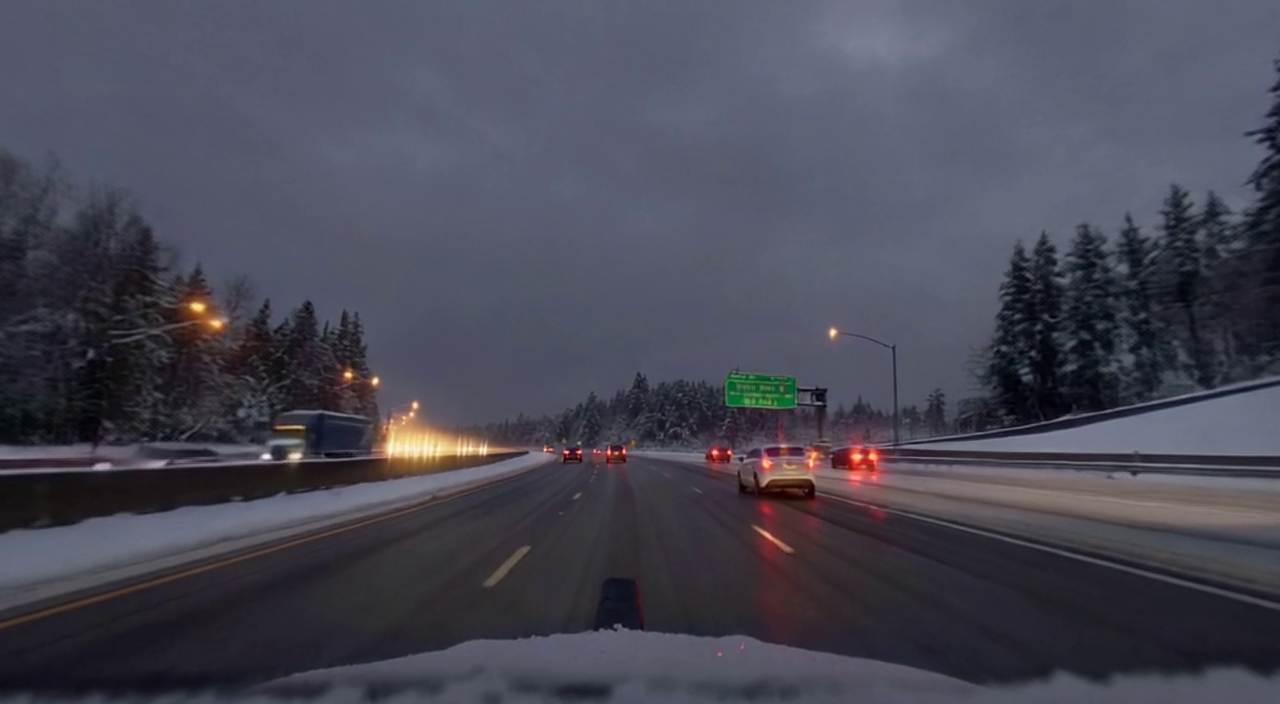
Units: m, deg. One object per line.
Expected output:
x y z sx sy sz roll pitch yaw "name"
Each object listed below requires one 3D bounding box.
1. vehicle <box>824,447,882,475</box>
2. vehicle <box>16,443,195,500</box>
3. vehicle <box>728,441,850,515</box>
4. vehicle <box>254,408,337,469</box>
12.434 6.366 36.997 1.878 1.486 4.636 0 -9 1 "vehicle"
-16.432 3.667 19.719 1.861 1.545 4.299 0 -9 -1 "vehicle"
3.461 2.993 15.439 1.975 1.562 3.823 0 -9 -1 "vehicle"
-24.979 6.427 46.058 2.931 4.092 6.128 1 -10 -6 "vehicle"
